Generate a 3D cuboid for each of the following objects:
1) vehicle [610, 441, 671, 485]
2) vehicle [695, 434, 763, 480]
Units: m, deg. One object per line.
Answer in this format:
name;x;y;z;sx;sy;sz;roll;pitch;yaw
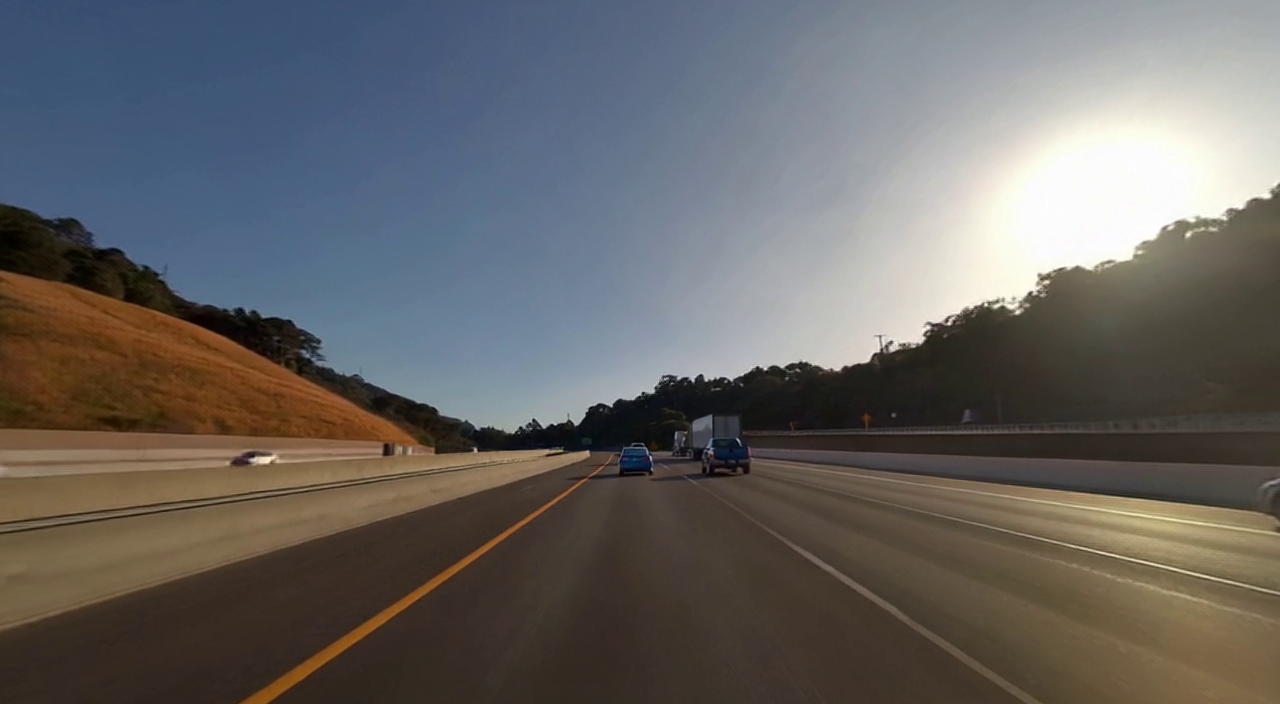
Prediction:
vehicle;-0.038;4.123;23.763;2.083;1.477;3.965;0;-9;-2
vehicle;3.711;4.472;27.181;2.098;1.794;4.561;0;-9;-2
